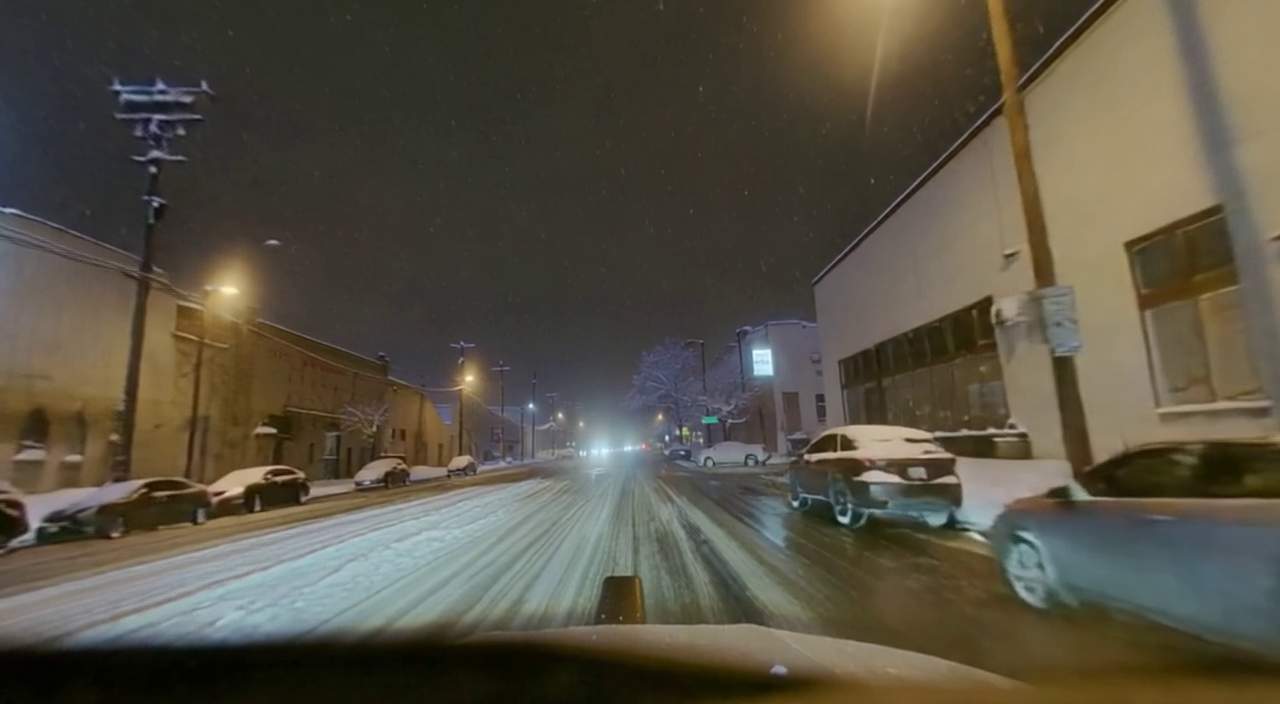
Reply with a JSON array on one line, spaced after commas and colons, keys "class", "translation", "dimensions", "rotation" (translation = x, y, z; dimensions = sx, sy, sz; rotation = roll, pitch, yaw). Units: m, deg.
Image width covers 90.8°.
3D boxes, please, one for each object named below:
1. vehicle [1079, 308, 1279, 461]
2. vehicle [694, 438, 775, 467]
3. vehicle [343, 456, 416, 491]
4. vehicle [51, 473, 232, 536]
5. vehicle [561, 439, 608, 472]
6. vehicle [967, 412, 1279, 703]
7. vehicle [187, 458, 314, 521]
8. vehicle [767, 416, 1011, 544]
[{"class": "vehicle", "translation": [19.212, 1.092, 17.892], "dimensions": [10.707, 3.850, 3.717], "rotation": [1, -8, -1]}, {"class": "vehicle", "translation": [5.440, 5.859, 36.935], "dimensions": [4.474, 1.632, 2.234], "rotation": [-1, -8, 5]}, {"class": "vehicle", "translation": [-15.324, 7.158, 37.495], "dimensions": [1.966, 1.760, 5.423], "rotation": [-1, -8, 1]}, {"class": "vehicle", "translation": [-15.148, 4.617, 19.586], "dimensions": [2.049, 1.496, 4.338], "rotation": [-1, -8, 0]}, {"class": "vehicle", "translation": [-3.291, 6.199, 38.222], "dimensions": [2.348, 1.831, 4.737], "rotation": [0, -8, 1]}, {"class": "vehicle", "translation": [3.894, 1.058, 3.259], "dimensions": [1.862, 1.451, 4.544], "rotation": [0, -9, -2]}, {"class": "vehicle", "translation": [-15.279, 5.364, 25.136], "dimensions": [2.081, 1.791, 4.799], "rotation": [-6, -7, -1]}, {"class": "vehicle", "translation": [3.828, 2.097, 11.120], "dimensions": [2.048, 1.658, 5.559], "rotation": [0, -9, 0]}]
